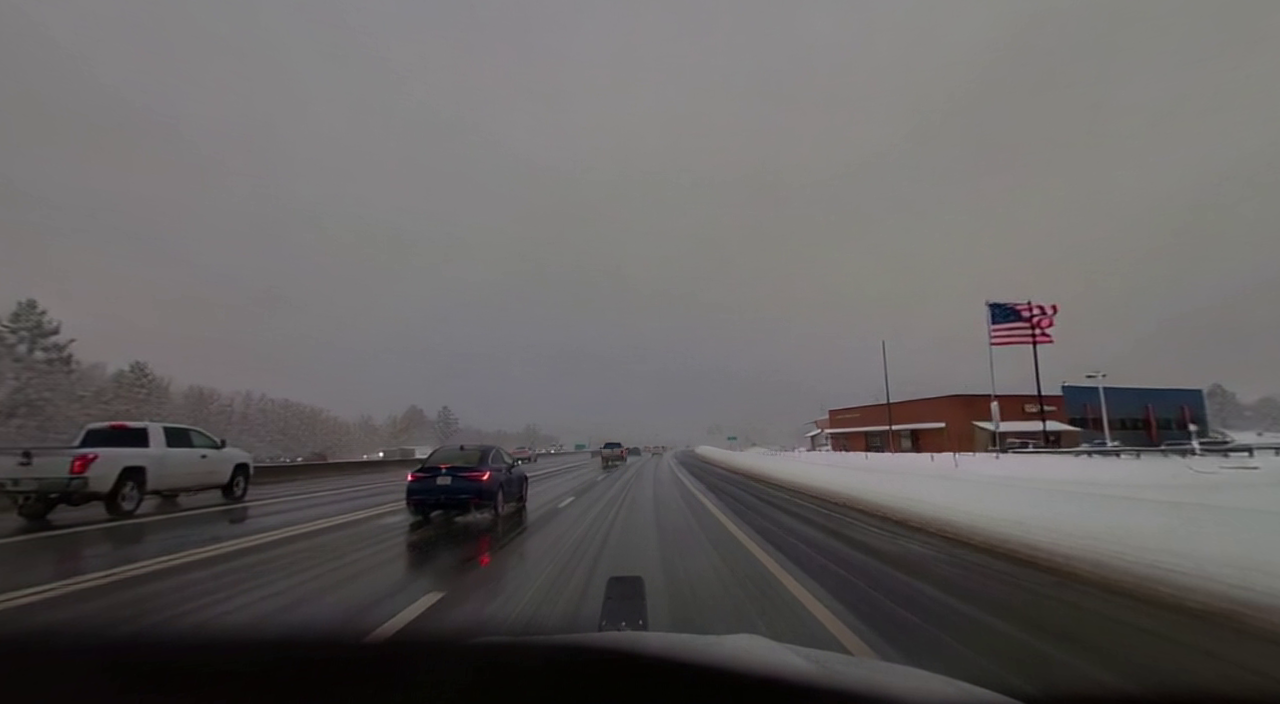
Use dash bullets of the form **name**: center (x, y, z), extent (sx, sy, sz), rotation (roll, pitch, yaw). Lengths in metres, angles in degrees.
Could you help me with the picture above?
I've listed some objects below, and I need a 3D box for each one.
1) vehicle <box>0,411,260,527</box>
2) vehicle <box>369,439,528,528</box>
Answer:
- **vehicle**: center (-11.101, 2.402, 13.596), extent (2.284, 1.966, 5.406), rotation (-1, -8, 2)
- **vehicle**: center (-3.653, 2.552, 12.907), extent (1.896, 1.491, 4.146), rotation (0, -8, 1)
